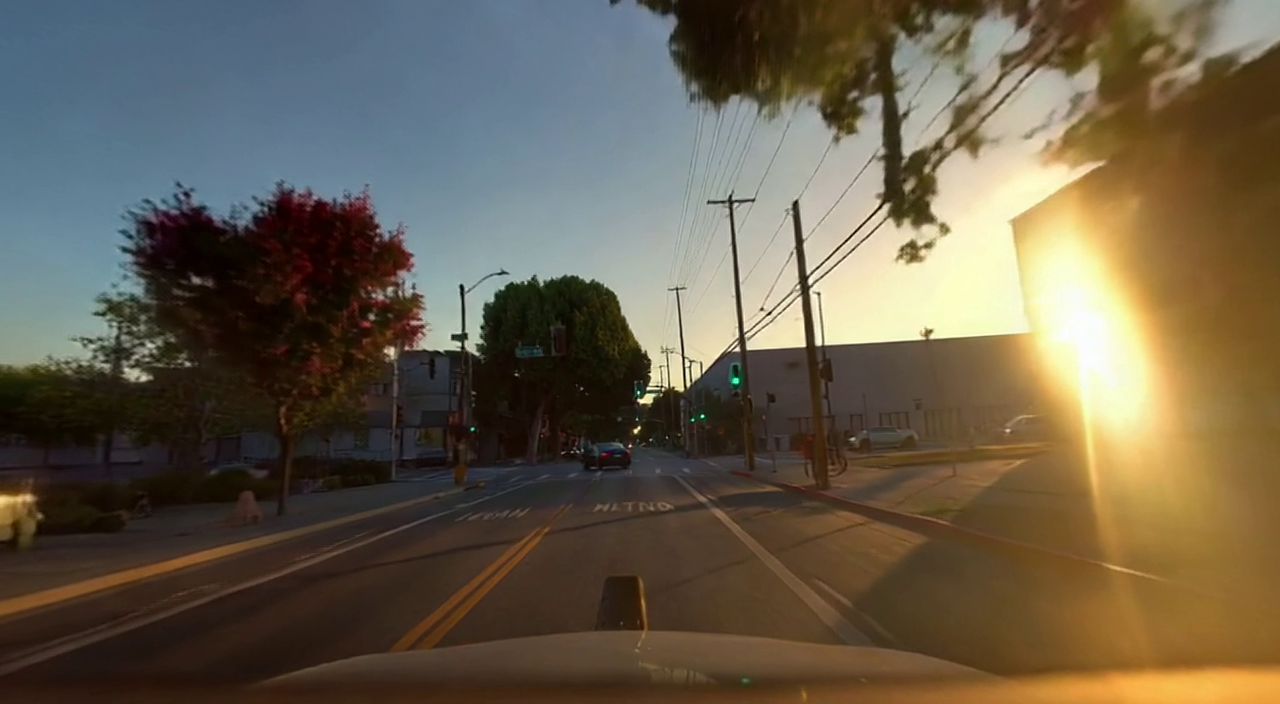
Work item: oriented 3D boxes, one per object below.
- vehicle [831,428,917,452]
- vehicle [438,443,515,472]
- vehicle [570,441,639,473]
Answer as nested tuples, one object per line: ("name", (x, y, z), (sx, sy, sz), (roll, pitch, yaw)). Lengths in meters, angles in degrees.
("vehicle", (14.633, 5.532, 39.717), (4.632, 1.484, 1.907), (0, -8, -1))
("vehicle", (-10.574, 6.788, 40.853), (4.472, 1.736, 1.874), (-3, -9, 19))
("vehicle", (-1.952, 5.425, 32.913), (2.118, 1.478, 4.624), (4, -9, -23))
